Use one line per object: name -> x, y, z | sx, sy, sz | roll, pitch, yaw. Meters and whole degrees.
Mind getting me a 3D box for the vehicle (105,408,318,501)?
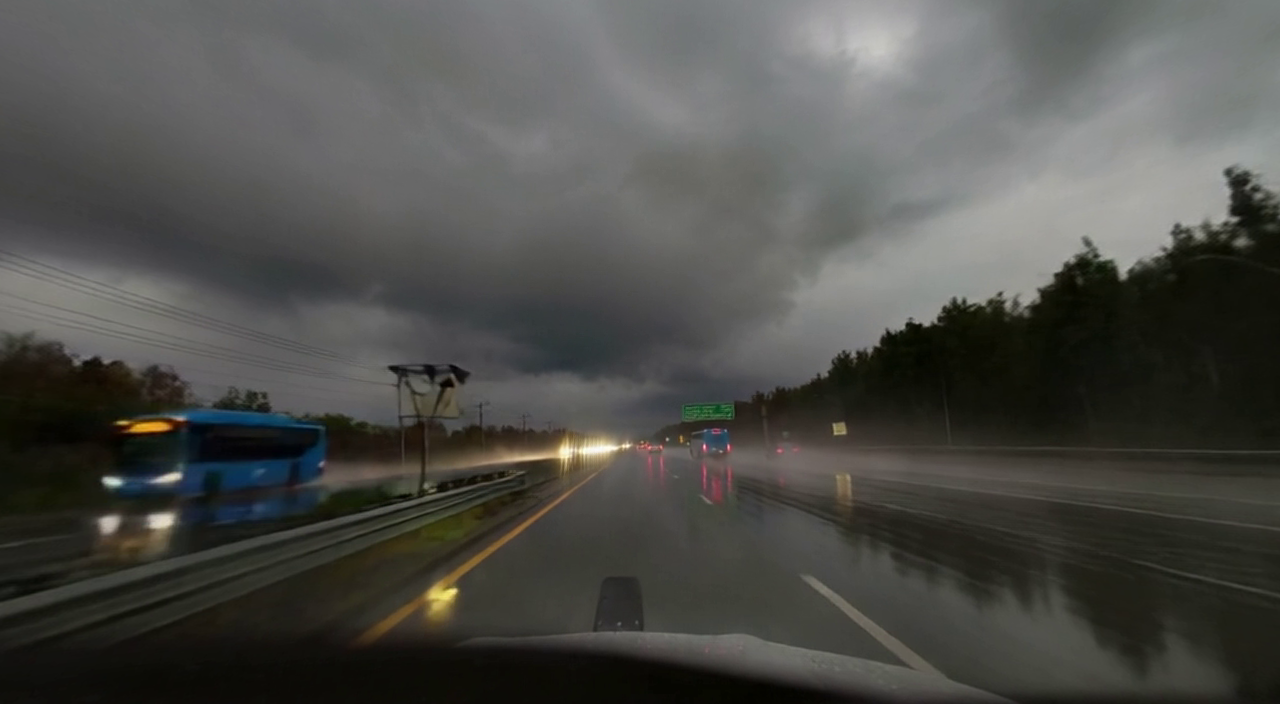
vehicle -> -22.612, 5.567, 34.823 | 2.942, 4.157, 12.633 | 0, -9, -1
